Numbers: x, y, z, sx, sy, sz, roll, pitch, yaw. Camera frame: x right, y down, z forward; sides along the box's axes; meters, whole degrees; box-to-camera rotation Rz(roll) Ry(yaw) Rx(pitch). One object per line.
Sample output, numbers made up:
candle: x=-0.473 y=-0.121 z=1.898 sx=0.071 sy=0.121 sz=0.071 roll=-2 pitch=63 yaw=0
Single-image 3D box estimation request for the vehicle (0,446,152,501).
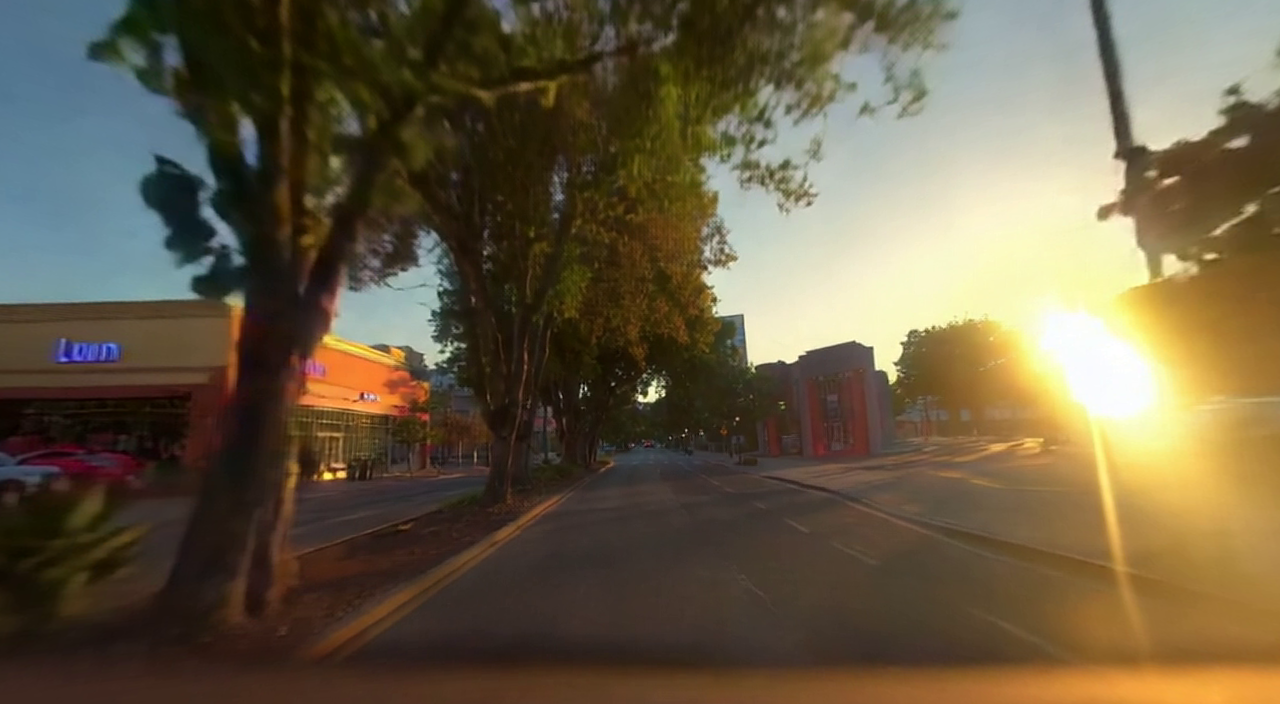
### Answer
vehicle: x=-18.256 y=3.735 z=19.884 sx=1.837 sy=1.471 sz=4.756 roll=0 pitch=-8 yaw=1
